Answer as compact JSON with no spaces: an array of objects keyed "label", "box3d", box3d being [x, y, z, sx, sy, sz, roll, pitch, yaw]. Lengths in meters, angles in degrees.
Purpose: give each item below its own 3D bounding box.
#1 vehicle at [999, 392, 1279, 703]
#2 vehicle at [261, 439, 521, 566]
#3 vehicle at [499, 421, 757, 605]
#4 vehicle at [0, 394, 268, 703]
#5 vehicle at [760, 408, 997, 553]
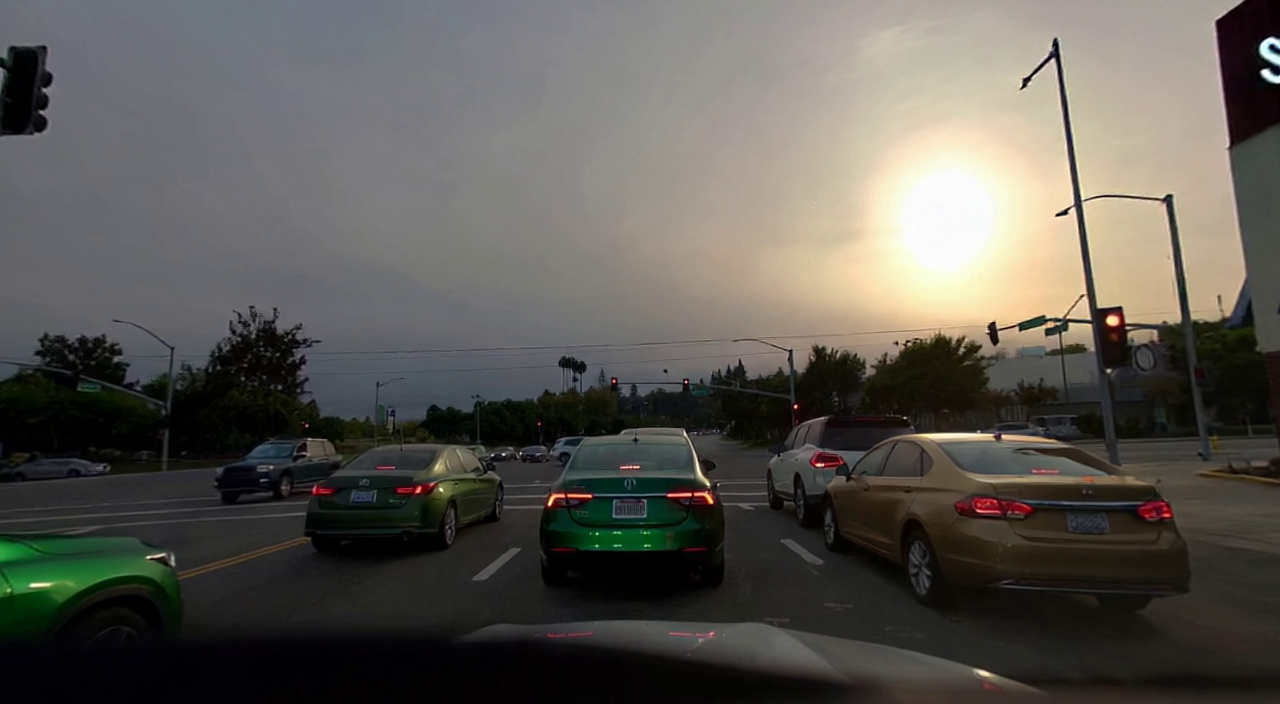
[{"label":"vehicle","box3d":[3.929,0.970,3.103,1.800,1.519,4.198,0,-8,-1]},{"label":"vehicle","box3d":[-3.307,2.068,9.530,1.995,1.436,4.373,-1,-8,2]},{"label":"vehicle","box3d":[-0.134,1.643,7.359,2.140,1.499,4.119,0,-8,-1]},{"label":"vehicle","box3d":[-3.478,0.863,1.837,2.016,1.547,4.414,0,-8,1]},{"label":"vehicle","box3d":[3.310,1.870,9.827,1.992,1.744,4.183,0,-8,-1]}]
